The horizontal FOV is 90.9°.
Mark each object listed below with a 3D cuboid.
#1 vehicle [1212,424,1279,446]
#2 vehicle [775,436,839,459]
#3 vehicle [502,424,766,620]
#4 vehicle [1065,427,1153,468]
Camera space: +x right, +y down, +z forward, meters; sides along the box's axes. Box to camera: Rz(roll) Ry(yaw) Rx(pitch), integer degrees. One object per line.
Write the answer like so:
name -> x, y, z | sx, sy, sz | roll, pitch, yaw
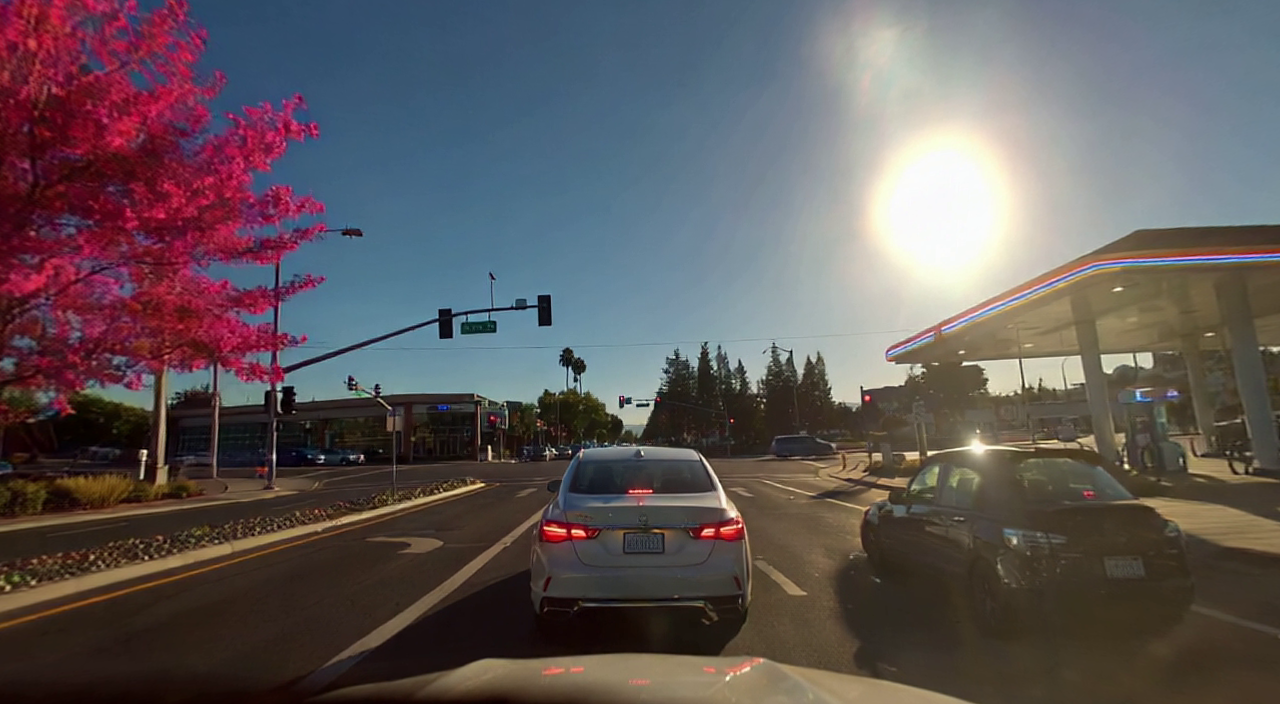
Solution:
vehicle -> 41.705, 5.558, 42.175 | 4.813, 1.455, 1.889 | 0, -8, 1
vehicle -> 11.616, 6.653, 43.980 | 3.975, 1.563, 1.755 | -1, -8, 5
vehicle -> -0.045, 1.601, 6.910 | 2.010, 1.482, 4.057 | 0, -8, 0
vehicle -> 18.575, 3.758, 24.905 | 4.091, 1.495, 2.053 | 8, -12, -44
